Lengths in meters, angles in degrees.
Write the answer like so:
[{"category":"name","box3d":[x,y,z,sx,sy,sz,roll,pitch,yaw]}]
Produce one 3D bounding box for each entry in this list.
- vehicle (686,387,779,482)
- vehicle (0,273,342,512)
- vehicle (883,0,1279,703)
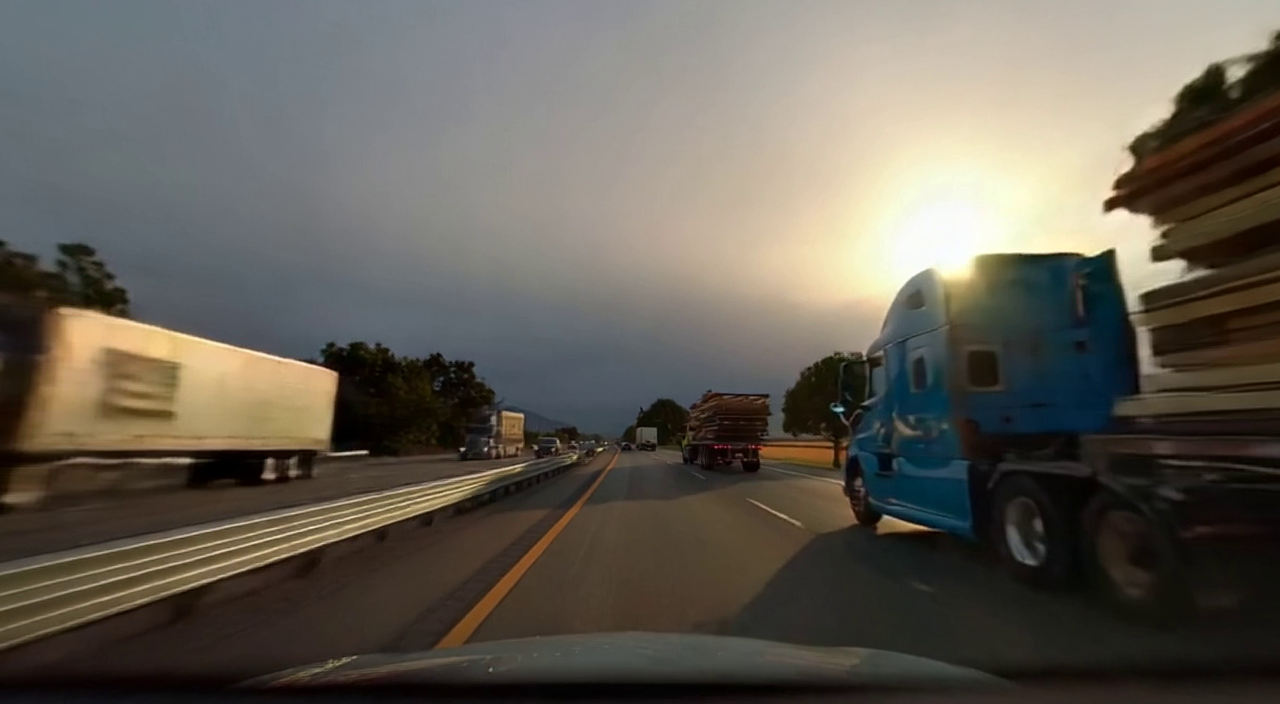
[{"category":"vehicle","box3d":[4.536,4.667,35.194,3.023,4.054,16.882,0,-8,1]},{"category":"vehicle","box3d":[-12.227,1.492,15.842,2.918,3.962,13.528,0,-9,-1]},{"category":"vehicle","box3d":[4.817,-0.486,0.964,3.024,4.065,13.796,-1,-7,-2]}]
